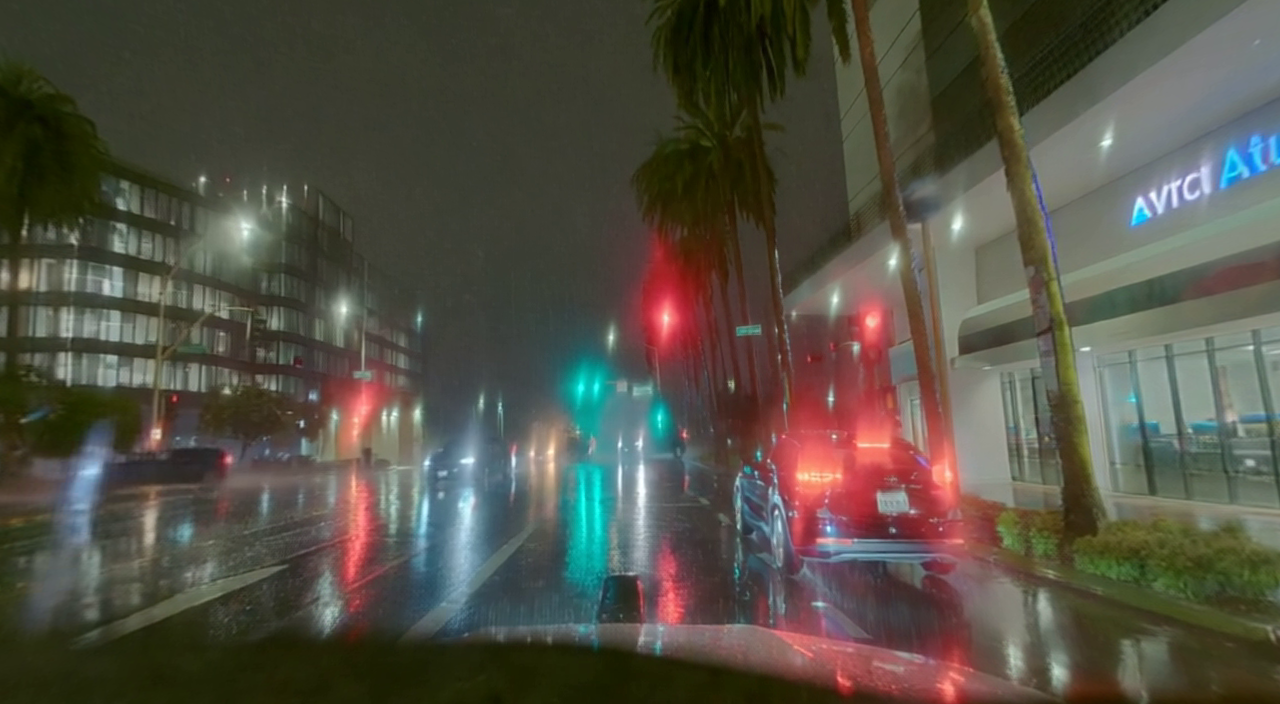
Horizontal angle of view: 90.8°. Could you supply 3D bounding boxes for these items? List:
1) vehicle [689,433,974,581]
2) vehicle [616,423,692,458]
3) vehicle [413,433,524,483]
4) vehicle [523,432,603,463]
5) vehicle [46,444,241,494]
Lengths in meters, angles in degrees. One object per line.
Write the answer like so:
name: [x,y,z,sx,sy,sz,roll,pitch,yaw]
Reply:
vehicle: [2.169,1.920,8.862,2.090,1.466,4.676,1,-8,-7]
vehicle: [0.962,5.461,38.998,2.190,1.964,5.614,-5,-10,30]
vehicle: [-5.585,3.513,21.206,2.052,1.478,4.395,-1,-8,7]
vehicle: [-4.725,5.941,39.481,2.029,1.822,5.090,-6,-10,35]
vehicle: [-16.819,3.919,21.674,1.896,1.492,4.808,-6,-10,35]
